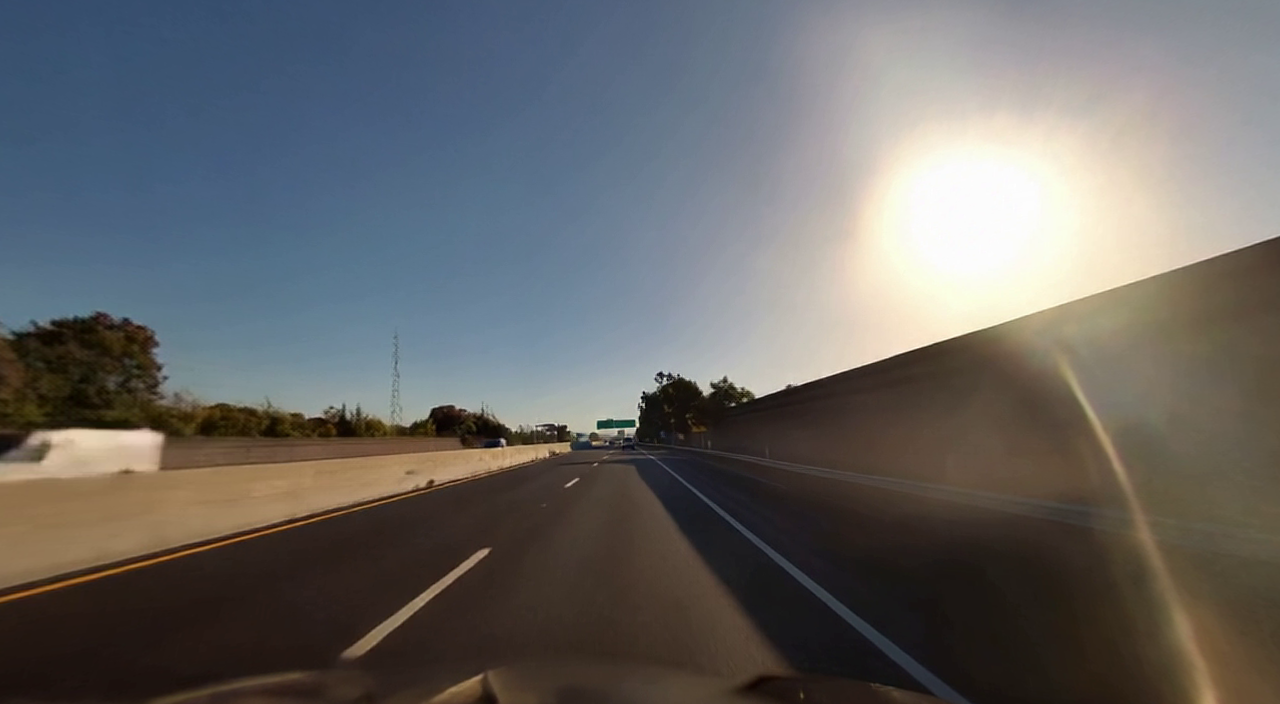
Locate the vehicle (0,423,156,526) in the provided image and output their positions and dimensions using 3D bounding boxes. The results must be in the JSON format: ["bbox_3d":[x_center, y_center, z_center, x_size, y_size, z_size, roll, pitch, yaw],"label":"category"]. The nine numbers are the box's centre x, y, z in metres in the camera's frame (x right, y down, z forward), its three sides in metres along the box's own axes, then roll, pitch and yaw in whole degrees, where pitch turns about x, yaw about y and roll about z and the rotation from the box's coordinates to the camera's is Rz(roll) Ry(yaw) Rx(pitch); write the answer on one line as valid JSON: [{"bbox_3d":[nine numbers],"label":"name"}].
[{"bbox_3d":[-13.431,2.525,13.355,2.136,1.968,5.178,0,-8,0],"label":"vehicle"}]

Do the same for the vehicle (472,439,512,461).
[{"bbox_3d":[-10.812,7.175,46.298,1.889,1.554,4.163,0,-8,1],"label":"vehicle"}]
